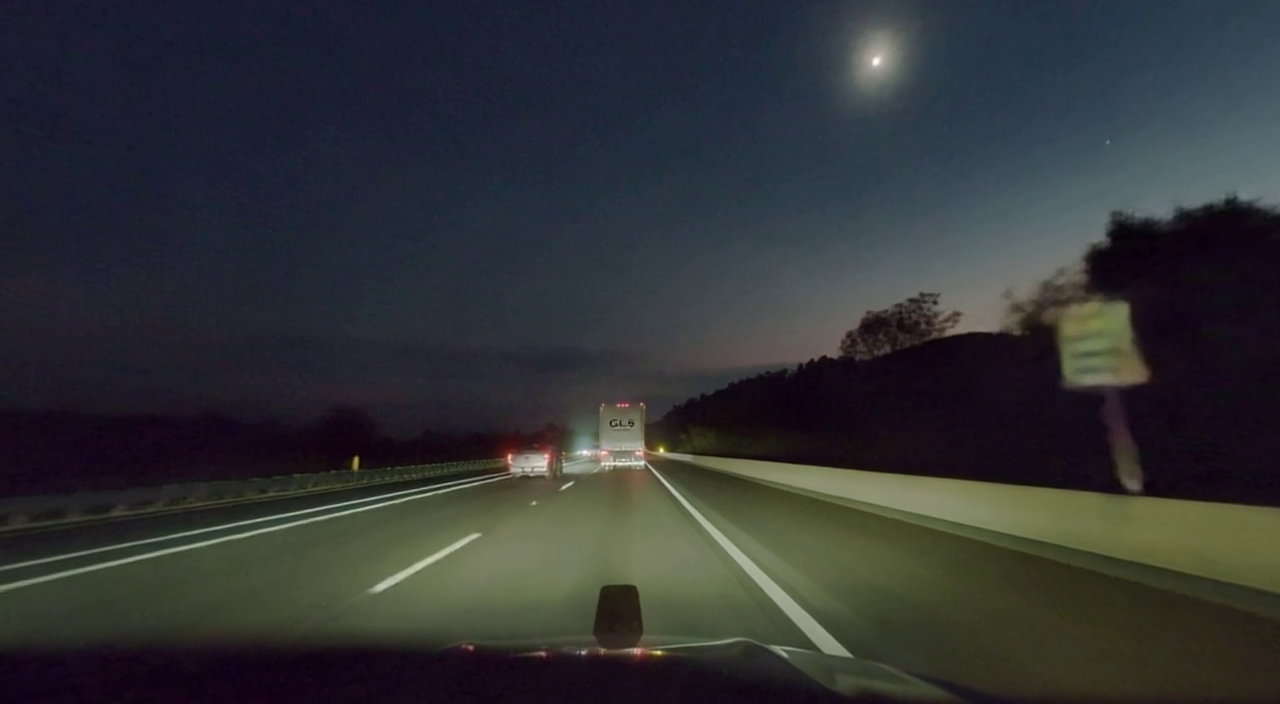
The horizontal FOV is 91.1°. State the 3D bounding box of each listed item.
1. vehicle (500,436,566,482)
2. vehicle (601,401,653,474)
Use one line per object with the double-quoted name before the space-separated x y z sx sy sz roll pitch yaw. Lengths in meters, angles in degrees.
"vehicle" -4.915 5.002 29.597 2.226 1.935 5.130 0 -9 0
"vehicle" -0.872 5.527 39.963 2.923 4.007 9.760 0 -9 -2
